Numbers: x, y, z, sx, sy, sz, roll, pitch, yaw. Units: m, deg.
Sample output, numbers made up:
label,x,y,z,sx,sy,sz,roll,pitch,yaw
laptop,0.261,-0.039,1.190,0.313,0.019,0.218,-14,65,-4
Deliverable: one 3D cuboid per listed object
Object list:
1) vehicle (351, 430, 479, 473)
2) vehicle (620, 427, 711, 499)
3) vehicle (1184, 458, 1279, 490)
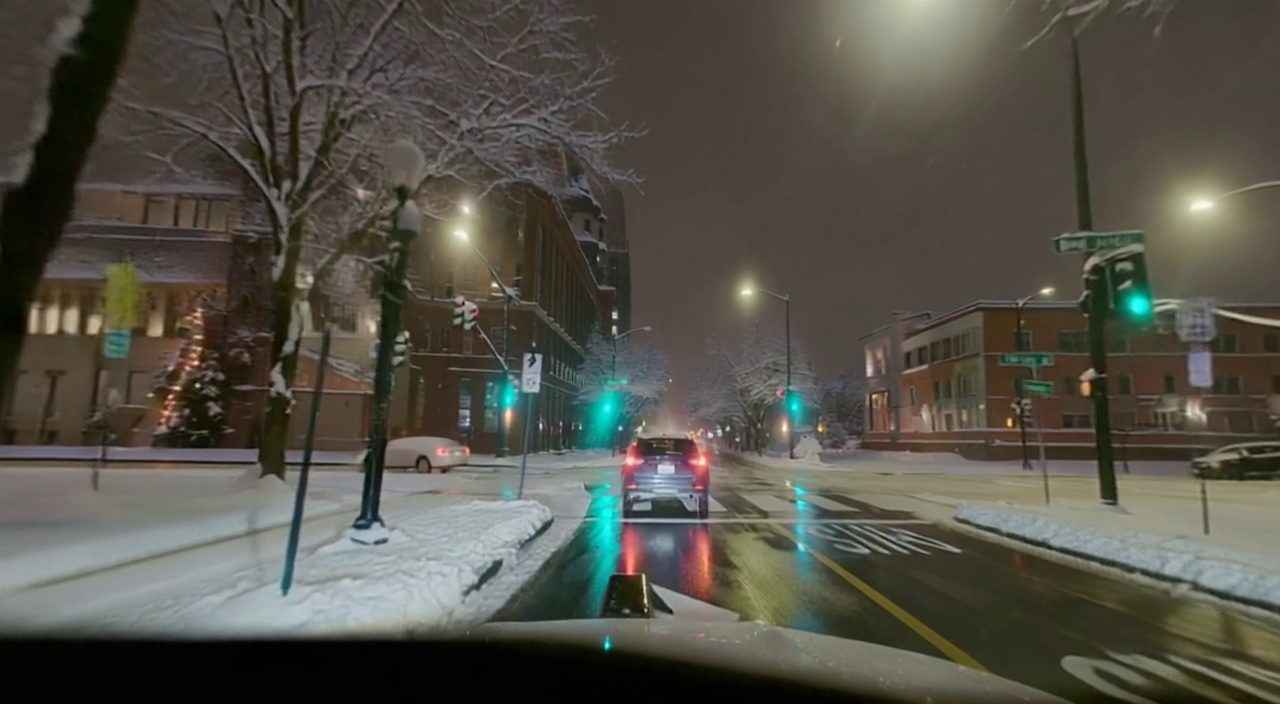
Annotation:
label,x,y,z,sx,sy,sz,roll,pitch,yaw
vehicle,-8.633,3.809,24.236,4.282,1.519,2.077,-4,-9,21
vehicle,0.659,2.831,16.438,2.079,1.621,3.861,-1,-8,2
vehicle,30.423,6.081,31.557,4.668,1.441,1.904,0,-8,-4
